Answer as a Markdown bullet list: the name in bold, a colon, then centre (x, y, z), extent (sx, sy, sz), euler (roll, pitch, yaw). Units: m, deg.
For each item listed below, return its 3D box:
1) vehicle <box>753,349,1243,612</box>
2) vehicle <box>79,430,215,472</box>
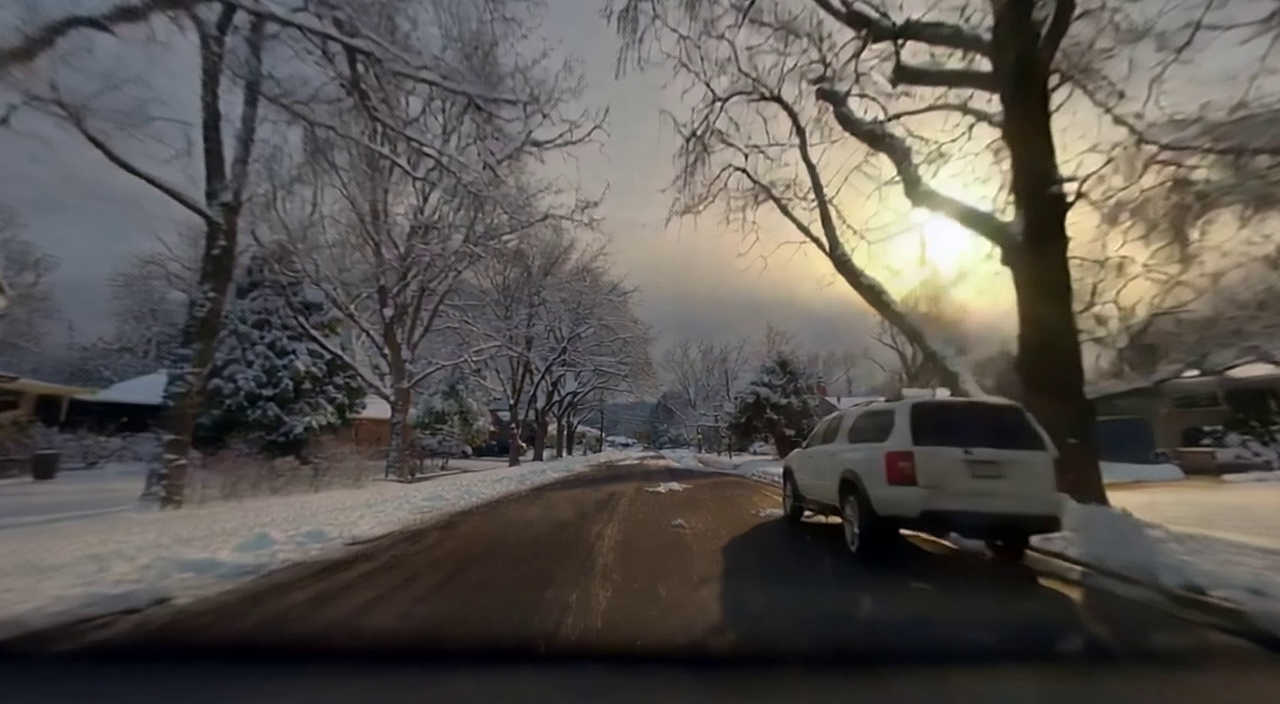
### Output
- **vehicle**: centre (3.681, 1.618, 9.132), extent (2.789, 2.206, 7.420), euler (-1, -8, 1)
- **vehicle**: centre (-19.471, 3.892, 25.006), extent (4.337, 1.496, 1.868), euler (-2, -9, 15)
